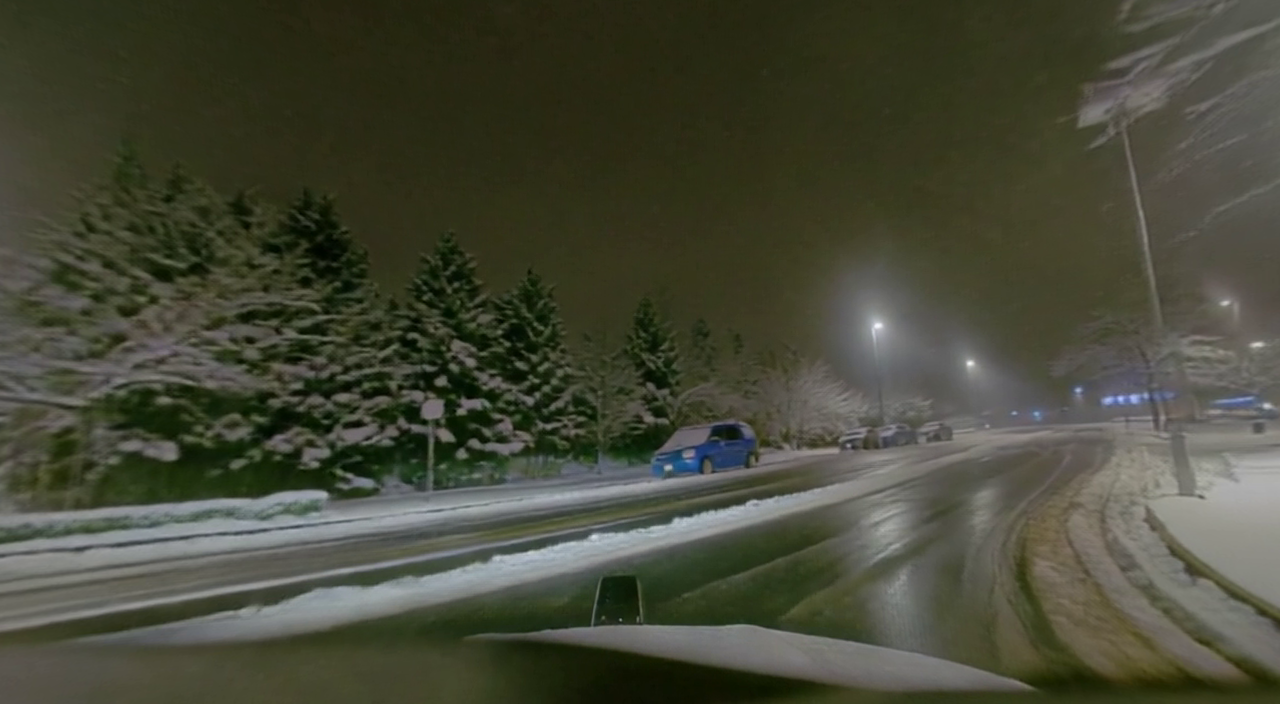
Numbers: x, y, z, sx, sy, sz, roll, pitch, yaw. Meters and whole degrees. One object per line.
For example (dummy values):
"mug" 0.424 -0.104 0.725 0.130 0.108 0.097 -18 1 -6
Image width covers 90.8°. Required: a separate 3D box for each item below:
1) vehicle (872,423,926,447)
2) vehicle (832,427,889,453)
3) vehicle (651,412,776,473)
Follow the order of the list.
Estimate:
"vehicle" 17.635 5.611 42.925 2.038 1.525 4.383 -6 -9 40
"vehicle" 13.386 5.299 38.259 1.938 1.191 3.630 -14 -13 38
"vehicle" 3.110 3.617 25.711 2.433 2.193 5.547 -6 -9 39
